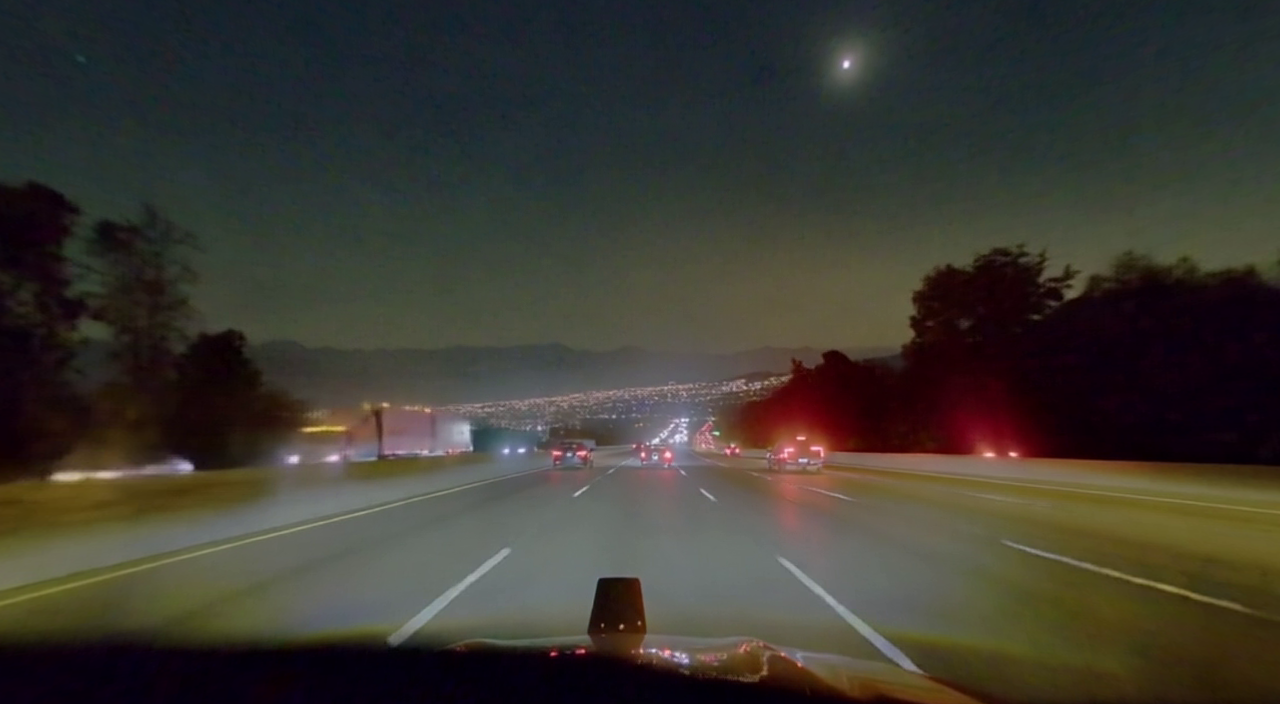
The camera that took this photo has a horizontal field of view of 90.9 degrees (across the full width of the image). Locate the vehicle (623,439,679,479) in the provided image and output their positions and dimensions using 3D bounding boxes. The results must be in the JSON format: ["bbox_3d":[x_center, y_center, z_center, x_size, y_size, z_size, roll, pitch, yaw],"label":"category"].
[{"bbox_3d":[0.422,4.328,25.685,2.071,1.464,4.162,0,-9,0],"label":"vehicle"}]

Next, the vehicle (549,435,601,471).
[{"bbox_3d":[-3.286,5.230,32.731,2.140,1.720,4.410,0,-9,1],"label":"vehicle"}]

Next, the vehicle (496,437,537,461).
[{"bbox_3d":[-9.039,7.148,46.440,1.969,1.668,4.739,-1,-9,1],"label":"vehicle"}]

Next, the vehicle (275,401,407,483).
[{"bbox_3d":[-15.979,4.949,34.696,3.004,3.919,8.546,0,-9,0],"label":"vehicle"}]

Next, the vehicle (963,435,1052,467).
[{"bbox_3d":[20.731,5.615,35.862,1.912,1.652,4.601,1,-9,-6],"label":"vehicle"}]

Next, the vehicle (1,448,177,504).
[{"bbox_3d":[-19.596,4.372,22.801,1.973,1.775,4.772,0,-9,1],"label":"vehicle"}]

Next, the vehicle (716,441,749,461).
[{"bbox_3d":[7.270,7.836,49.967,1.894,1.511,4.148,0,-9,-1],"label":"vehicle"}]

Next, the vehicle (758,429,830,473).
[{"bbox_3d":[7.265,4.752,30.334,2.094,1.916,5.099,0,-9,0],"label":"vehicle"}]
